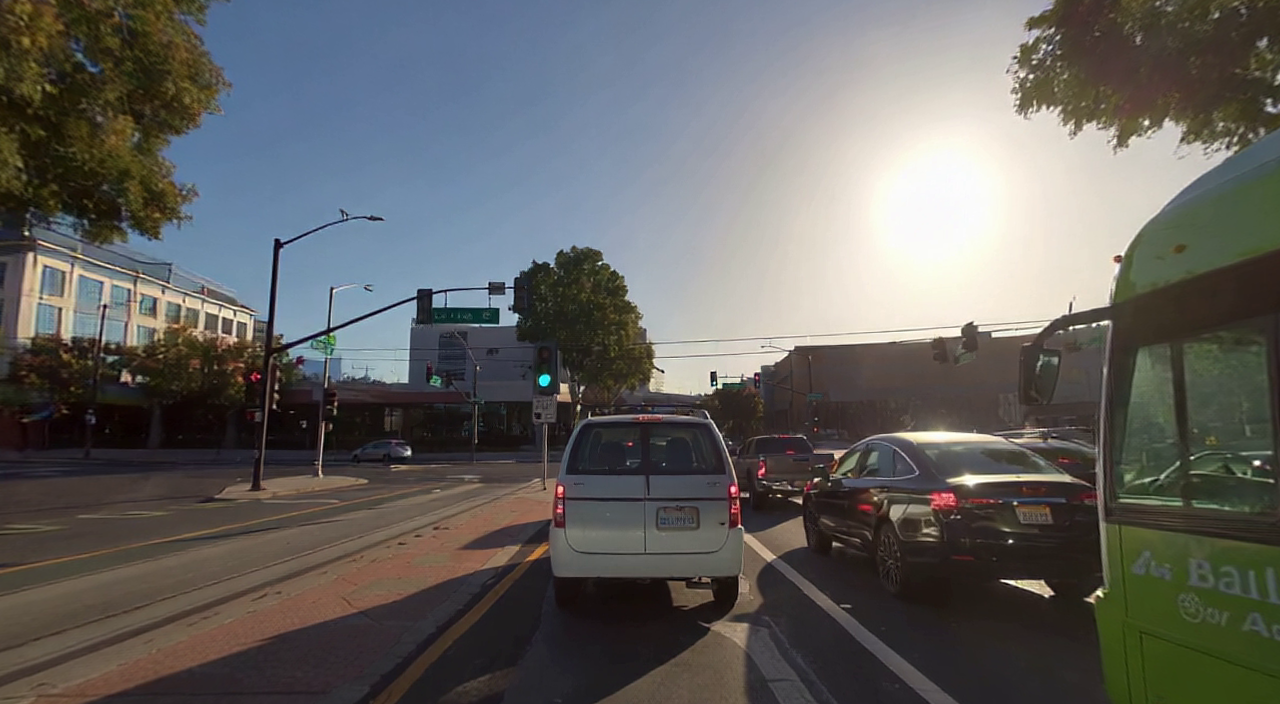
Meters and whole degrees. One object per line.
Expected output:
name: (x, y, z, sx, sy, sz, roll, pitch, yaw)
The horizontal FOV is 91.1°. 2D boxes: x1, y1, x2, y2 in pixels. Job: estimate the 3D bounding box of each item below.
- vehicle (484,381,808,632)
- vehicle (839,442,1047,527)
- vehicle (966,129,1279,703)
vehicle: (0.018, 1.475, 7.012, 2.381, 1.842, 4.603, 0, -8, -1)
vehicle: (5.986, 2.639, 13.228, 1.987, 1.457, 4.675, 0, -8, -1)
vehicle: (2.618, 0.318, 0.431, 2.037, 2.065, 5.037, 0, -8, 0)
